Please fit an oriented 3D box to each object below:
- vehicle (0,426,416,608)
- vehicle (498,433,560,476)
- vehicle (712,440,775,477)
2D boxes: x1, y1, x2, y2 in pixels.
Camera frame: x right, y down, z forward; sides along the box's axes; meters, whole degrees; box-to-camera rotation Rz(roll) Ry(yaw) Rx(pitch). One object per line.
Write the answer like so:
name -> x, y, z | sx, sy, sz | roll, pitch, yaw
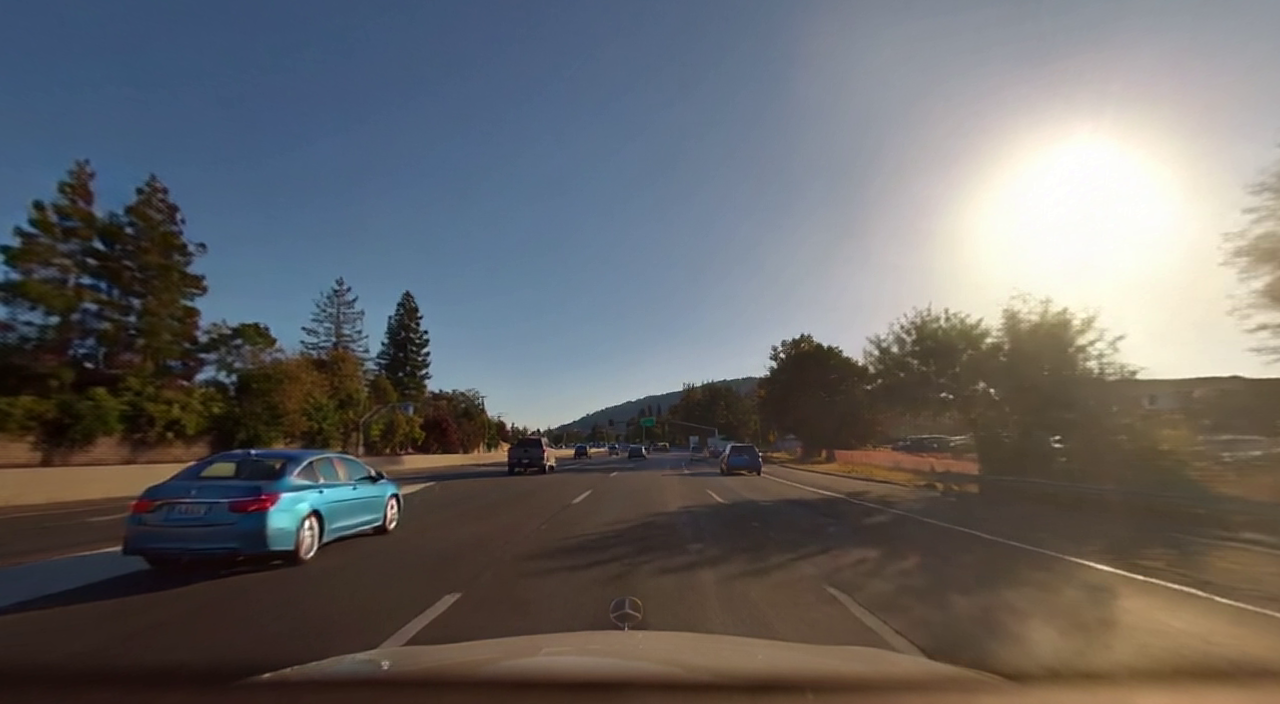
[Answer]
vehicle -> -4.409, 1.688, 7.473 | 1.948, 1.475, 4.461 | 0, -8, -2
vehicle -> -5.063, 4.731, 29.335 | 2.122, 1.847, 4.696 | 0, -8, -1
vehicle -> 4.408, 4.601, 27.598 | 2.100, 1.472, 4.533 | 0, -8, 1
